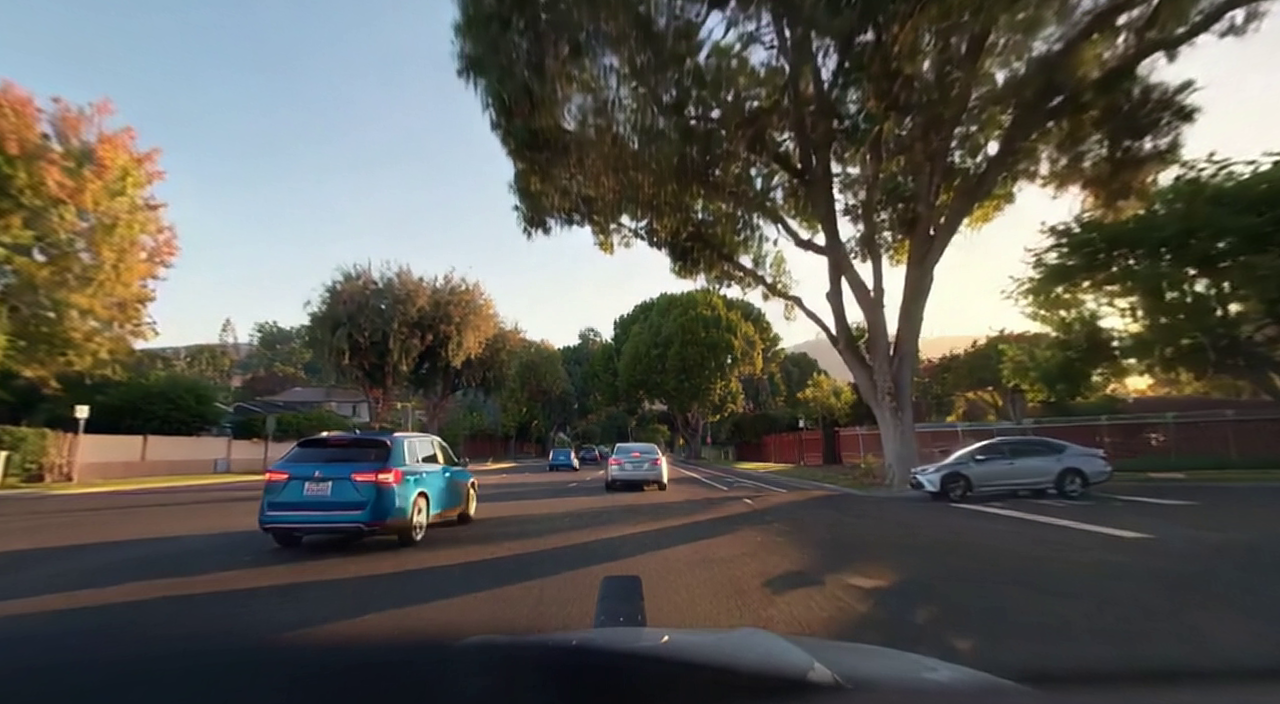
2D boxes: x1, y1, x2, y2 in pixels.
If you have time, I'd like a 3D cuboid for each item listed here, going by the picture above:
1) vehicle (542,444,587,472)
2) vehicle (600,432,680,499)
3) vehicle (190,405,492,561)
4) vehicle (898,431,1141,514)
[{"bbox_3d":[-4.346,6.170,37.075,2.014,1.493,4.658,1,-9,0],"label":"vehicle"},{"bbox_3d":[-0.018,3.408,19.374,2.131,1.761,4.242,1,-9,0],"label":"vehicle"},{"bbox_3d":[-3.985,1.849,9.616,2.243,1.722,4.621,1,-9,1],"label":"vehicle"},{"bbox_3d":[8.877,2.837,15.133,4.497,1.743,1.983,1,-9,1],"label":"vehicle"}]
